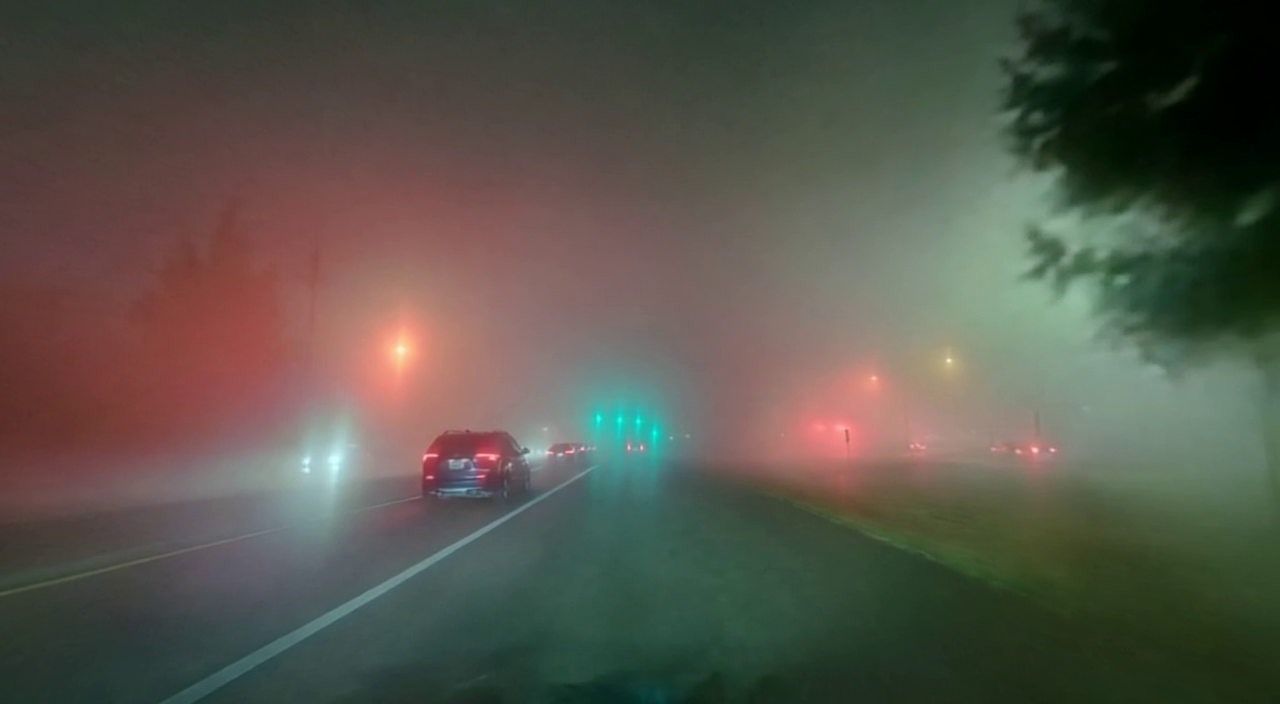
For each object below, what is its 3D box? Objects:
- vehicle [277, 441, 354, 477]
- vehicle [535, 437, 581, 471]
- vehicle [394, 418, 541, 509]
[{"bbox_3d":[-17.314,5.698,33.976,1.928,1.618,4.377,1,-6,-2],"label":"vehicle"},{"bbox_3d":[-4.364,5.454,34.073,2.041,1.698,4.094,0,-8,-2],"label":"vehicle"},{"bbox_3d":[-3.848,2.592,15.104,2.189,1.807,4.467,0,-8,1],"label":"vehicle"}]
